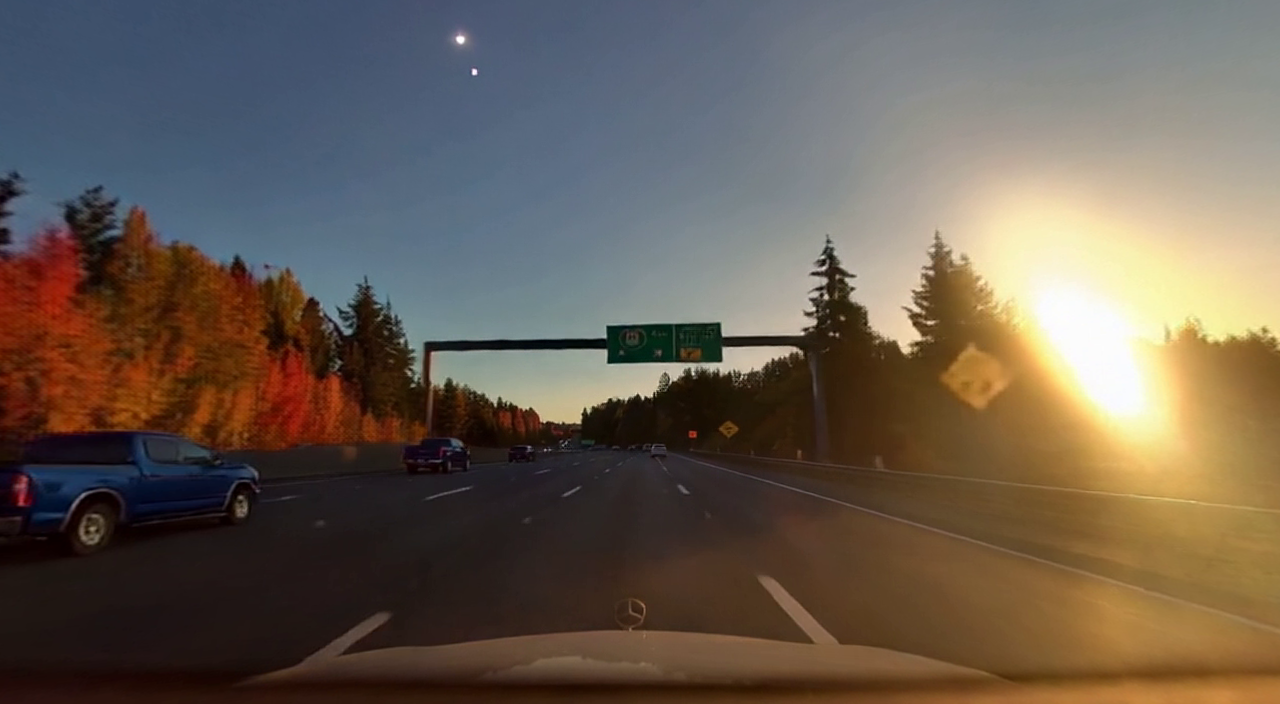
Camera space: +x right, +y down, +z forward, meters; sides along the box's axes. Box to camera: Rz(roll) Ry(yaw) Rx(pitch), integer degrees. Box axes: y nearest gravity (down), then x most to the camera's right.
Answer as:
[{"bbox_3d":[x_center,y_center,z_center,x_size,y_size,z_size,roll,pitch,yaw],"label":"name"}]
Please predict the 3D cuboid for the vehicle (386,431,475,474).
[{"bbox_3d":[-10.464,5.072,32.095,2.347,1.984,5.778,0,-8,2],"label":"vehicle"}]

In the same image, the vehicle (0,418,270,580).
[{"bbox_3d":[-7.221,1.723,8.140,1.965,1.567,4.686,0,-8,1],"label":"vehicle"}]

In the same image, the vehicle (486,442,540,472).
[{"bbox_3d":[-6.739,5.602,33.958,1.919,1.499,4.234,0,-8,1],"label":"vehicle"}]
